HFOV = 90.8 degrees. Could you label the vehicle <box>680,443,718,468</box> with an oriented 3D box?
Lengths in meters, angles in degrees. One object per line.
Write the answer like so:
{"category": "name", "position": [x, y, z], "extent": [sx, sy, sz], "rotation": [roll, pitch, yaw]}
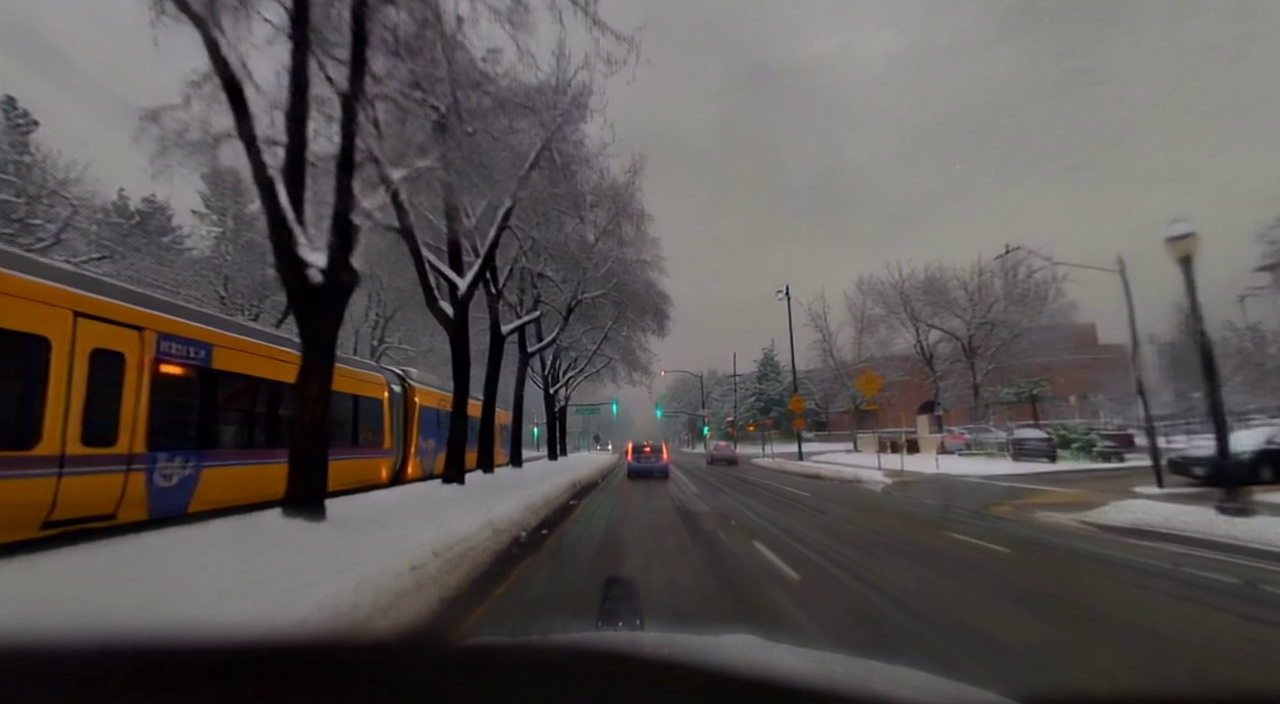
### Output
{"category": "vehicle", "position": [3.598, 6.379, 39.260], "extent": [1.944, 1.447, 4.392], "rotation": [0, -8, 0]}

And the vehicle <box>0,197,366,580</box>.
{"category": "vehicle", "position": [-7.680, 0.507, 7.370], "extent": [2.897, 3.700, 13.528], "rotation": [0, -7, 0]}

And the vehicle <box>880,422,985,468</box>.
{"category": "vehicle", "position": [13.353, 4.327, 29.359], "extent": [2.145, 1.911, 5.581], "rotation": [0, -9, 0]}

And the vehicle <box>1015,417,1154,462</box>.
{"category": "vehicle", "position": [19.581, 3.947, 28.288], "extent": [2.159, 1.817, 5.675], "rotation": [0, -9, 0]}

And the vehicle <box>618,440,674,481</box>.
{"category": "vehicle", "position": [0.220, 4.208, 24.800], "extent": [2.002, 1.471, 4.337], "rotation": [0, -8, 0]}

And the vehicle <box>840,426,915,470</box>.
{"category": "vehicle", "position": [13.424, 5.393, 36.129], "extent": [2.221, 2.116, 5.535], "rotation": [1, -6, 1]}

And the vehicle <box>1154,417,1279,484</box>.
{"category": "vehicle", "position": [15.413, 2.400, 15.489], "extent": [1.780, 1.498, 4.611], "rotation": [0, -9, 1]}
